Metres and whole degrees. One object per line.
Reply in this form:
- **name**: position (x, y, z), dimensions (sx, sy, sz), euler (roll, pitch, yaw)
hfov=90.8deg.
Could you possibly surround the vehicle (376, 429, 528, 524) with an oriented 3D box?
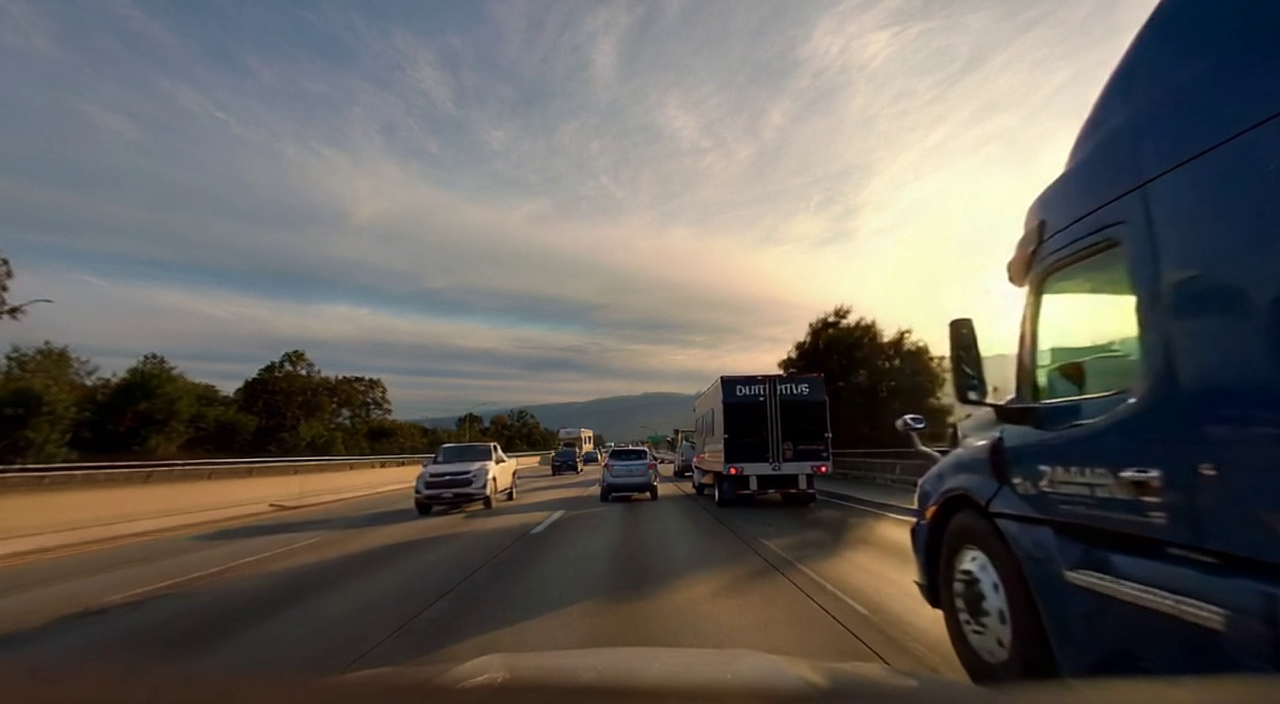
- **vehicle**: position (-3.887, 2.653, 13.916), dimensions (1.986, 1.733, 4.209), euler (0, -9, 1)

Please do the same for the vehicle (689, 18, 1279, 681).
- **vehicle**: position (2.999, 1.025, 11.679), dimensions (2.934, 4.123, 15.785), euler (0, -9, 0)

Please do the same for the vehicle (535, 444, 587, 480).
- **vehicle**: position (-4.019, 5.654, 32.756), dimensions (2.074, 1.717, 4.089), euler (0, -9, 1)

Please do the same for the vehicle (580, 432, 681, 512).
- **vehicle**: position (-0.245, 2.957, 15.944), dimensions (2.201, 1.719, 4.058), euler (0, -9, -1)
